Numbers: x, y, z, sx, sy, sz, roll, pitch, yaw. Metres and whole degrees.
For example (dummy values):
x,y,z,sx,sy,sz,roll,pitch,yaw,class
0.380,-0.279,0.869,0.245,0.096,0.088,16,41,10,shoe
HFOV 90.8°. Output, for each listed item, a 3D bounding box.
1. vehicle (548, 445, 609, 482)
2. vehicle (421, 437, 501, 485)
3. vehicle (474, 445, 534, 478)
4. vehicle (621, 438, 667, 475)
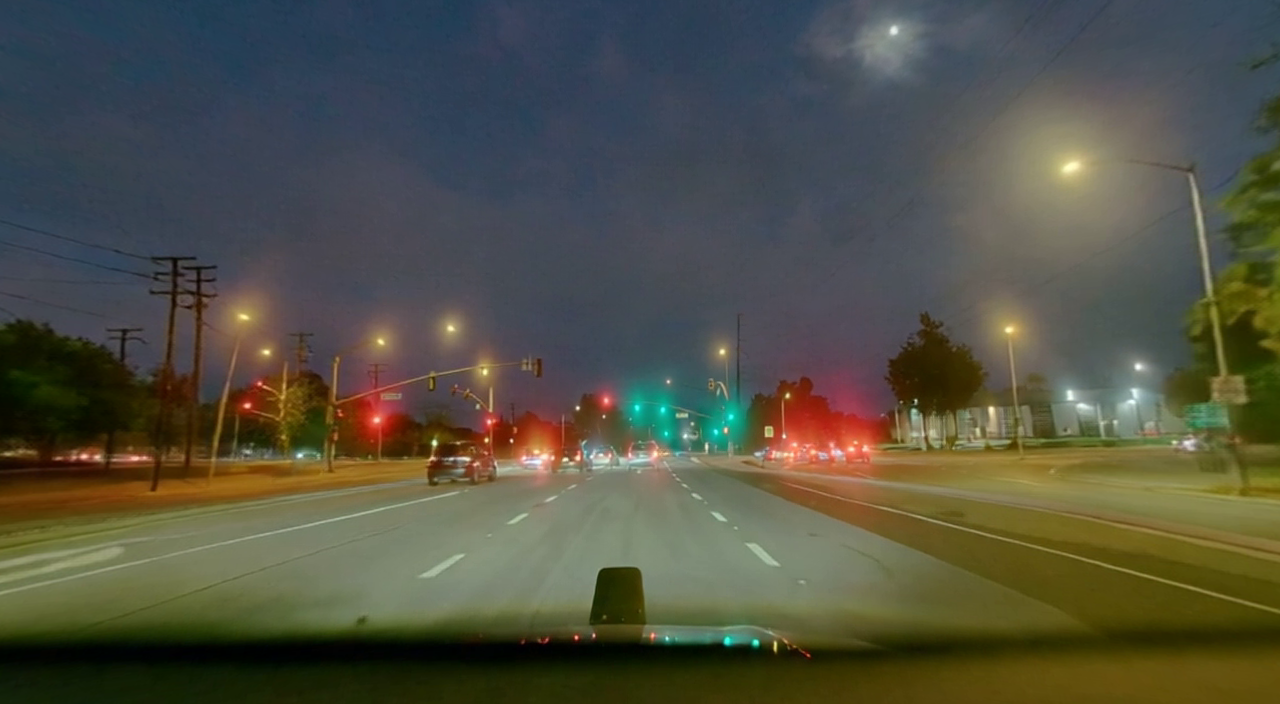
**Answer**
x,y,z,sx,sy,sz,roll,pitch,yaw,class
-2.624,4.889,27.994,2.064,1.464,4.373,-1,-8,3,vehicle
-7.052,4.308,25.293,1.860,1.754,4.089,0,-8,2,vehicle
-6.945,5.625,32.773,1.912,1.573,4.299,-1,-8,4,vehicle
0.277,5.687,34.652,2.276,1.850,3.897,-1,-8,4,vehicle
